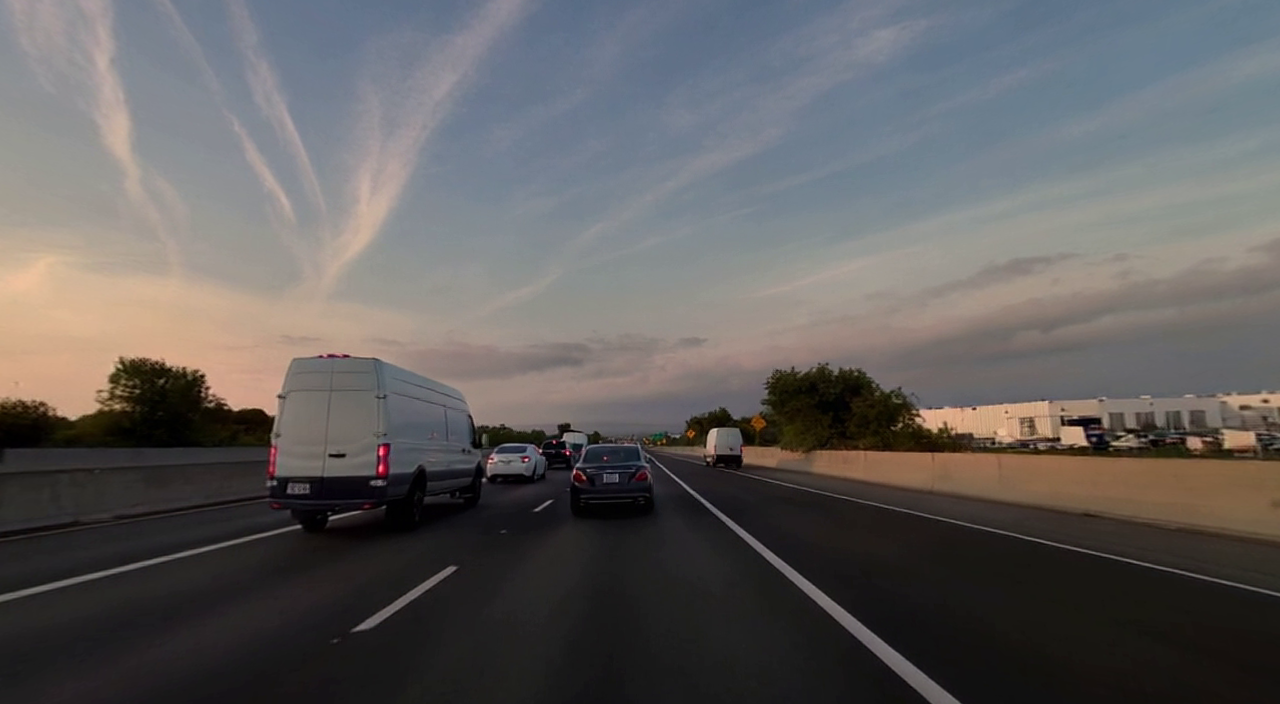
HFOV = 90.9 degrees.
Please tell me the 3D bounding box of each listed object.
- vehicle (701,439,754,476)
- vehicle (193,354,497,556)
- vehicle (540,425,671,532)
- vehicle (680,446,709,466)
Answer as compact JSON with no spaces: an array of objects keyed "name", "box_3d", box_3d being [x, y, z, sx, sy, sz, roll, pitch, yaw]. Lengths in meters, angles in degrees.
[{"name":"vehicle","box_3d":[4.322,5.298,31.770,2.003,1.754,4.134,0,-9,0]},{"name":"vehicle","box_3d":[-4.604,1.849,11.668,2.248,2.626,6.837,0,-9,0]},{"name":"vehicle","box_3d":[-0.552,2.330,12.070,2.093,1.695,3.782,0,-9,0]},{"name":"vehicle","box_3d":[4.170,8.068,48.883,1.874,1.512,3.723,0,-9,0]}]
